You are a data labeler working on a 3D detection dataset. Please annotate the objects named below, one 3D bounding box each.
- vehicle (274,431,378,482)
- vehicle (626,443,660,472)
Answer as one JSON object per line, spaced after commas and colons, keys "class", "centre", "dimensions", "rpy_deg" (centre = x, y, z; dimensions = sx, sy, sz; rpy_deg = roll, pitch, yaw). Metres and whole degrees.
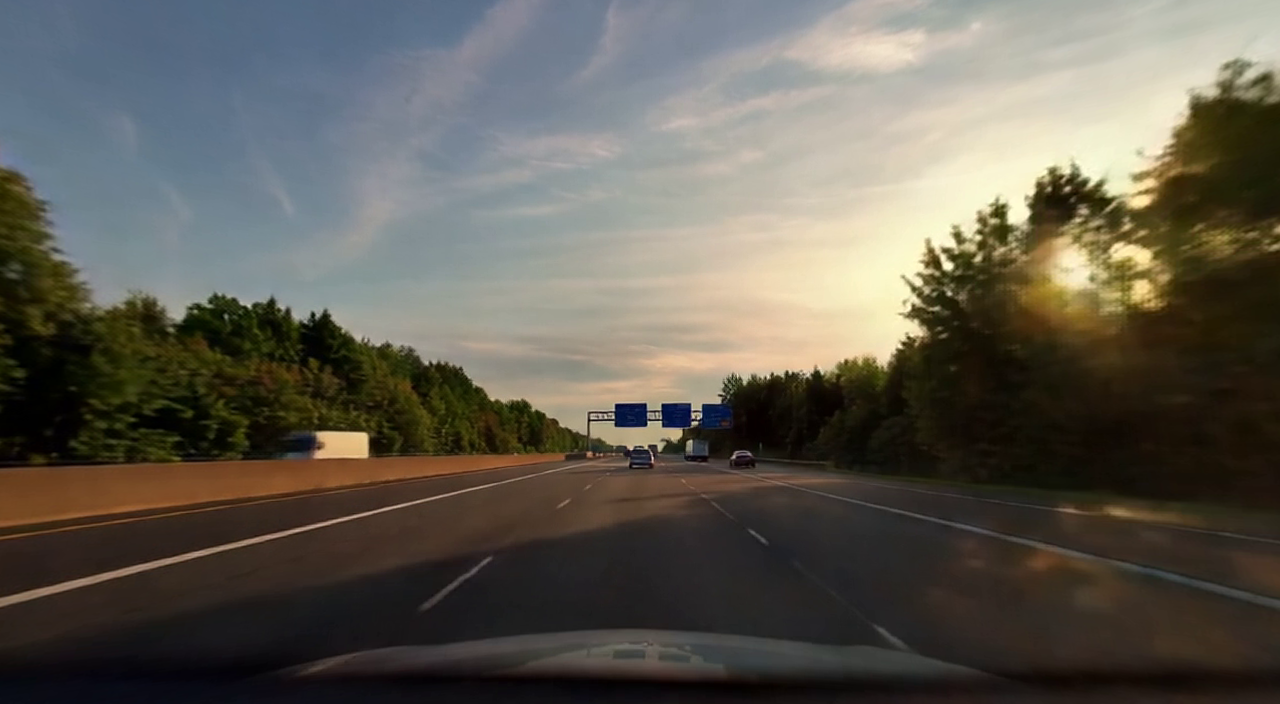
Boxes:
{"class": "vehicle", "centre": [-18.246, 6.122, 37.190], "dimensions": [2.512, 2.670, 6.751], "rpy_deg": [0, -9, 1]}
{"class": "vehicle", "centre": [0.205, 7.097, 42.595], "dimensions": [2.167, 1.847, 4.097], "rpy_deg": [0, -9, 0]}
